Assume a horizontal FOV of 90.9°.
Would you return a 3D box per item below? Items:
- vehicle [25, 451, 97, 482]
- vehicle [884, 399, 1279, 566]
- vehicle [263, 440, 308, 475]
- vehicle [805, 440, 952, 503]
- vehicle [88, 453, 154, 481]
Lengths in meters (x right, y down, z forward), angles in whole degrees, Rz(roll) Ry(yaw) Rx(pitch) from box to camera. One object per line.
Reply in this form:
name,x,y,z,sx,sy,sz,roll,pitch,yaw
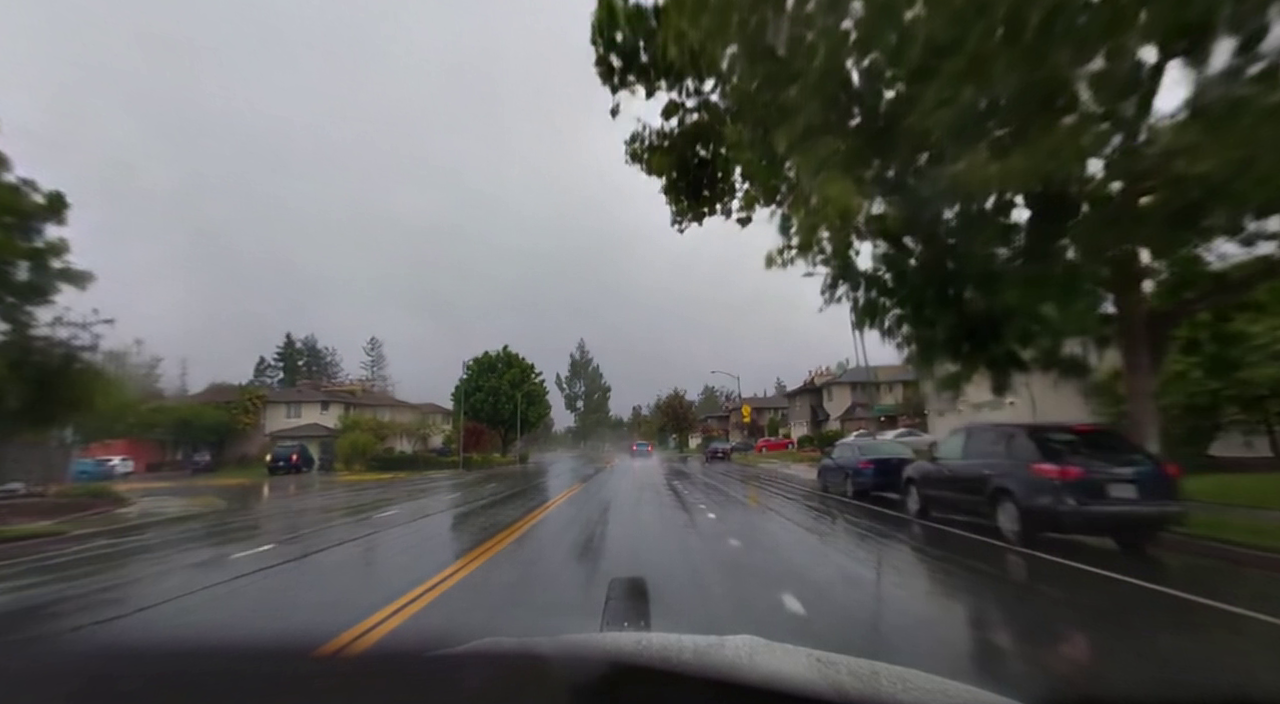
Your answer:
vehicle,-34.038,6.701,37.189,1.934,1.689,3.999,4,-9,-26
vehicle,6.569,1.938,10.275,2.878,1.927,5.774,0,-8,0
vehicle,-23.481,6.959,41.874,2.083,2.113,4.490,4,-9,-23
vehicle,6.440,3.259,17.771,2.235,1.515,4.782,0,-8,-1
vehicle,-31.442,6.937,38.342,1.866,1.484,4.553,4,-9,-24
